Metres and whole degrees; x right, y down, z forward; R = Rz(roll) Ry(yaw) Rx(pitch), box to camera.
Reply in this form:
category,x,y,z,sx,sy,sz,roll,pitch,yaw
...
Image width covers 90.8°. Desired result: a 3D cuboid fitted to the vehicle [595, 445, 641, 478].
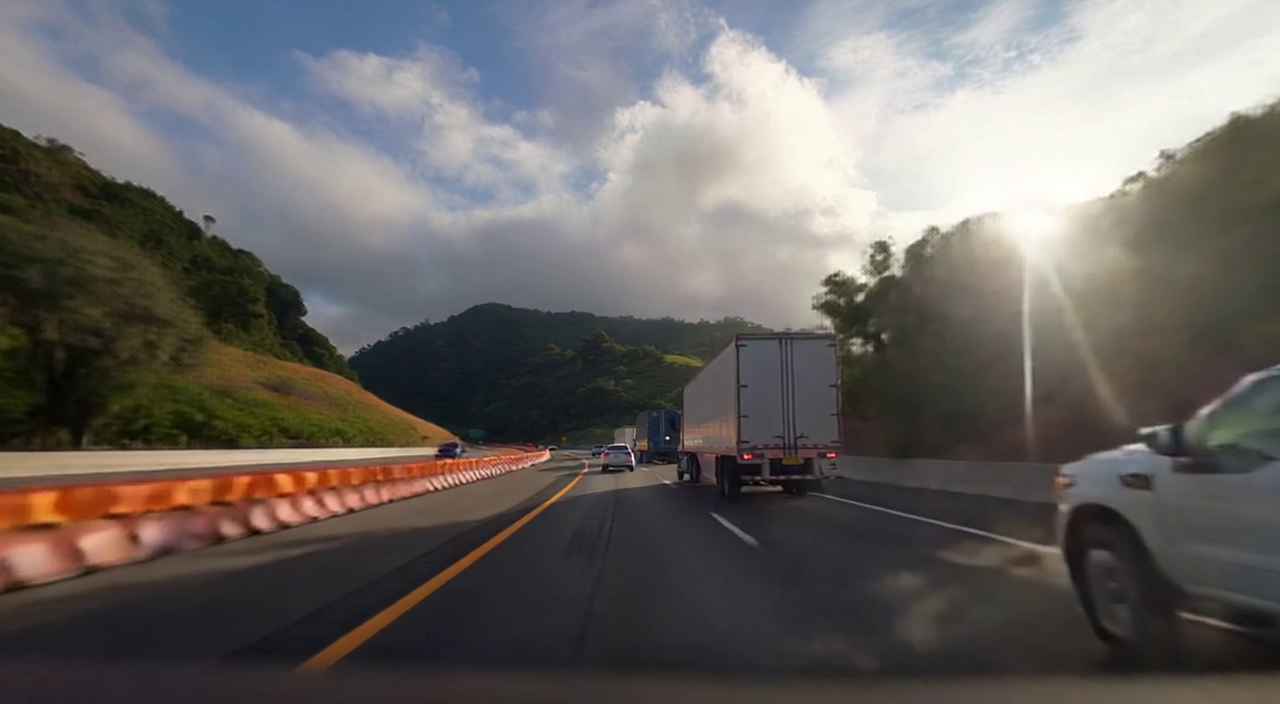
category,x,y,z,sx,sy,sz,roll,pitch,yaw
vehicle,-1.050,5.134,29.717,2.029,1.437,3.794,0,-9,-3

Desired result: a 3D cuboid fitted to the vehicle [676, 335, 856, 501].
category,x,y,z,sx,sy,sz,roll,pitch,yaw
vehicle,3.499,2.730,22.849,2.911,4.099,14.578,0,-9,-3

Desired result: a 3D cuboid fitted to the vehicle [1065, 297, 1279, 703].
category,x,y,z,sx,sy,sz,roll,pitch,yaw
vehicle,3.870,0.543,1.476,2.034,1.968,5.221,0,-9,0

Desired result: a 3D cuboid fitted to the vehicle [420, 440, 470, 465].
category,x,y,z,sx,sy,sz,roll,pitch,yaw
vehicle,-12.065,6.246,39.297,1.882,1.490,4.346,0,-9,-2
